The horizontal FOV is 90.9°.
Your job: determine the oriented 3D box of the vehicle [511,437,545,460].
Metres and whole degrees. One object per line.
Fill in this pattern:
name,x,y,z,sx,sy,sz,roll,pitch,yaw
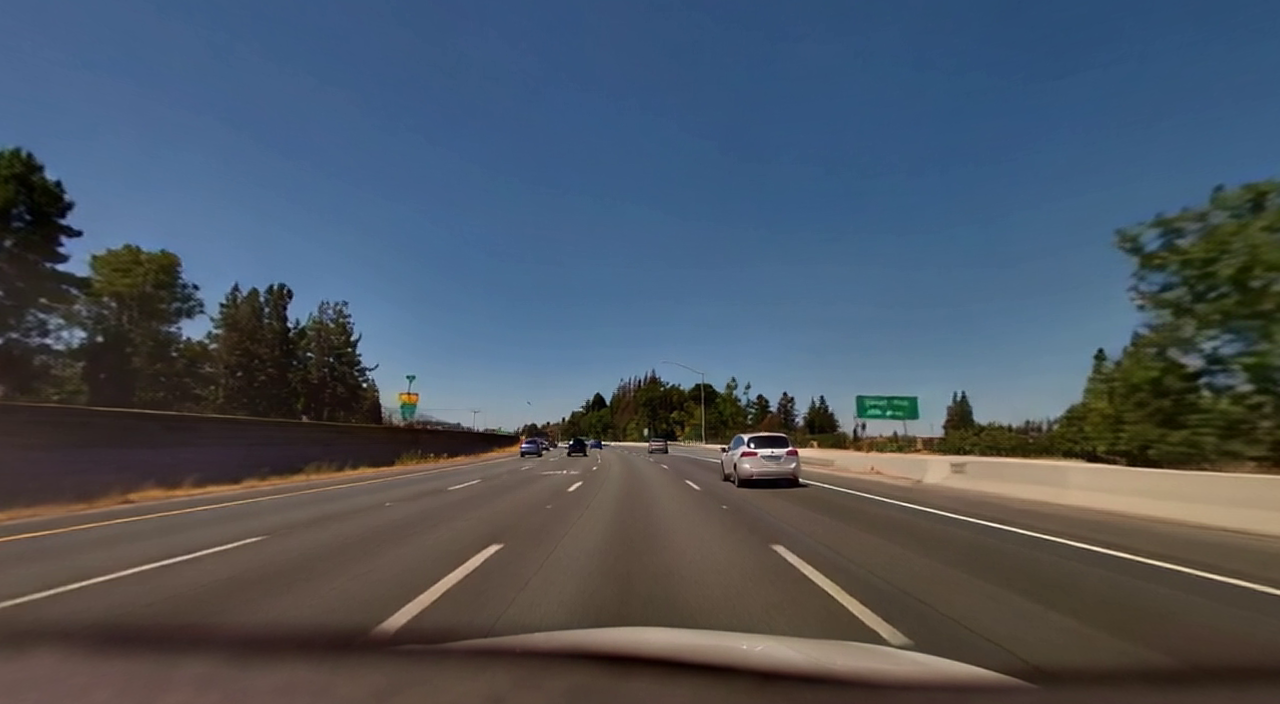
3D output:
vehicle,-8.568,7.397,48.465,2.064,1.645,4.286,0,-8,-4

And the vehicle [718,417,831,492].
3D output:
vehicle,3.505,2.781,17.367,2.043,1.795,4.347,0,-8,-2
